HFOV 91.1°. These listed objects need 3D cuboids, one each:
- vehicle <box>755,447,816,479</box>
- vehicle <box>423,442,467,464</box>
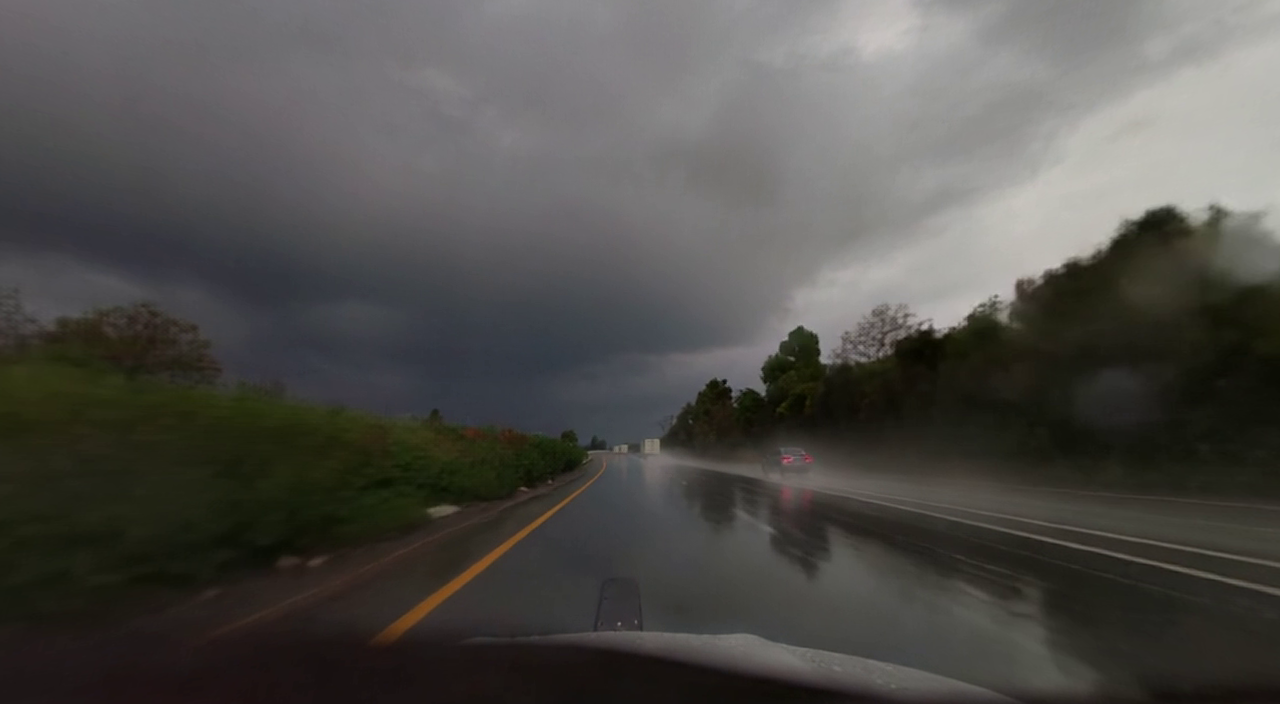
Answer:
[{"bbox_3d":[7.197,5.515,31.482,1.942,1.462,3.926,0,-9,-2],"label":"vehicle"},{"bbox_3d":[-13.640,7.092,44.175,1.851,1.486,4.205,0,-9,-1],"label":"vehicle"}]
